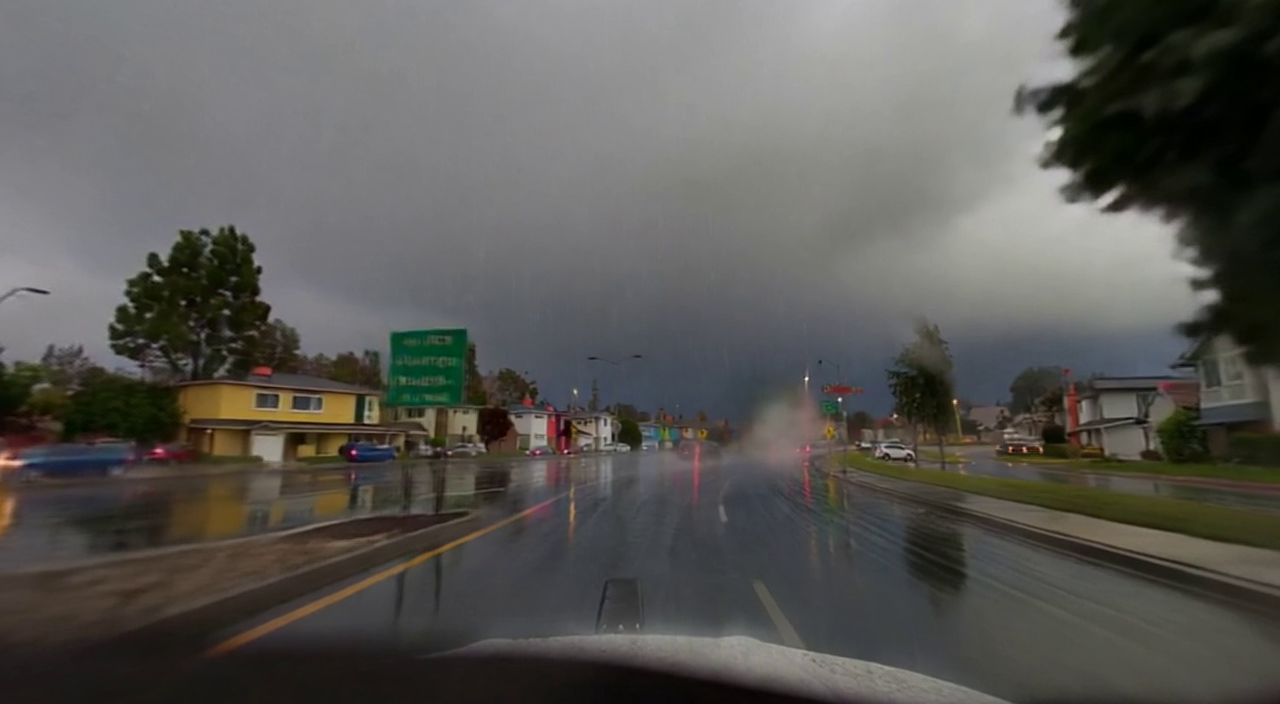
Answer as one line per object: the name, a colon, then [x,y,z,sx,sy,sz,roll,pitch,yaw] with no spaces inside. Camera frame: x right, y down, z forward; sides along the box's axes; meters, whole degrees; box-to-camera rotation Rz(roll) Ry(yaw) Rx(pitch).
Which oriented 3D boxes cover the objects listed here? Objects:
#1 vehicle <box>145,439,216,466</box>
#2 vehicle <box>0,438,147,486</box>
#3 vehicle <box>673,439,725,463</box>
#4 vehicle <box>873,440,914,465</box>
vehicle: [-32.211,7.028,44.293,4.418,1.746,1.925,-4,-9,24]
vehicle: [-20.364,3.918,22.766,1.753,1.553,3.575,-3,-9,17]
vehicle: [4.063,6.693,42.827,2.081,1.489,4.863,-4,-9,24]
vehicle: [18.237,7.297,45.644,1.988,1.487,4.479,-3,-13,12]
